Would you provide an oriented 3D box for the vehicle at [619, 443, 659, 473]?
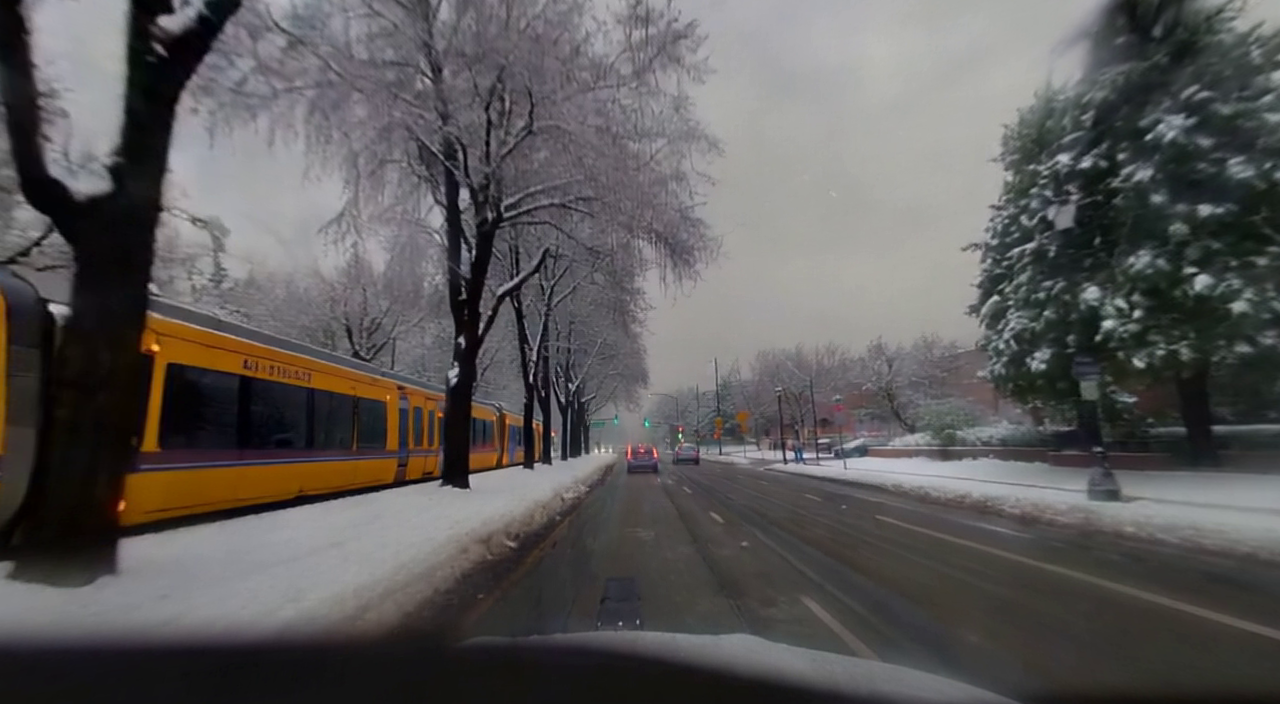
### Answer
[{"bbox_3d":[-0.072,5.558,33.440,2.002,1.471,4.337,0,-8,0],"label":"vehicle"}]

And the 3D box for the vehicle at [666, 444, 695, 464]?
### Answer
[{"bbox_3d":[3.116,7.915,49.109,1.944,1.447,4.392,0,-8,0],"label":"vehicle"}]

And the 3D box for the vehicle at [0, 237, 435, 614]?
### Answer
[{"bbox_3d":[-7.793,1.501,12.671,2.897,3.700,13.528,0,-7,0],"label":"vehicle"}]
